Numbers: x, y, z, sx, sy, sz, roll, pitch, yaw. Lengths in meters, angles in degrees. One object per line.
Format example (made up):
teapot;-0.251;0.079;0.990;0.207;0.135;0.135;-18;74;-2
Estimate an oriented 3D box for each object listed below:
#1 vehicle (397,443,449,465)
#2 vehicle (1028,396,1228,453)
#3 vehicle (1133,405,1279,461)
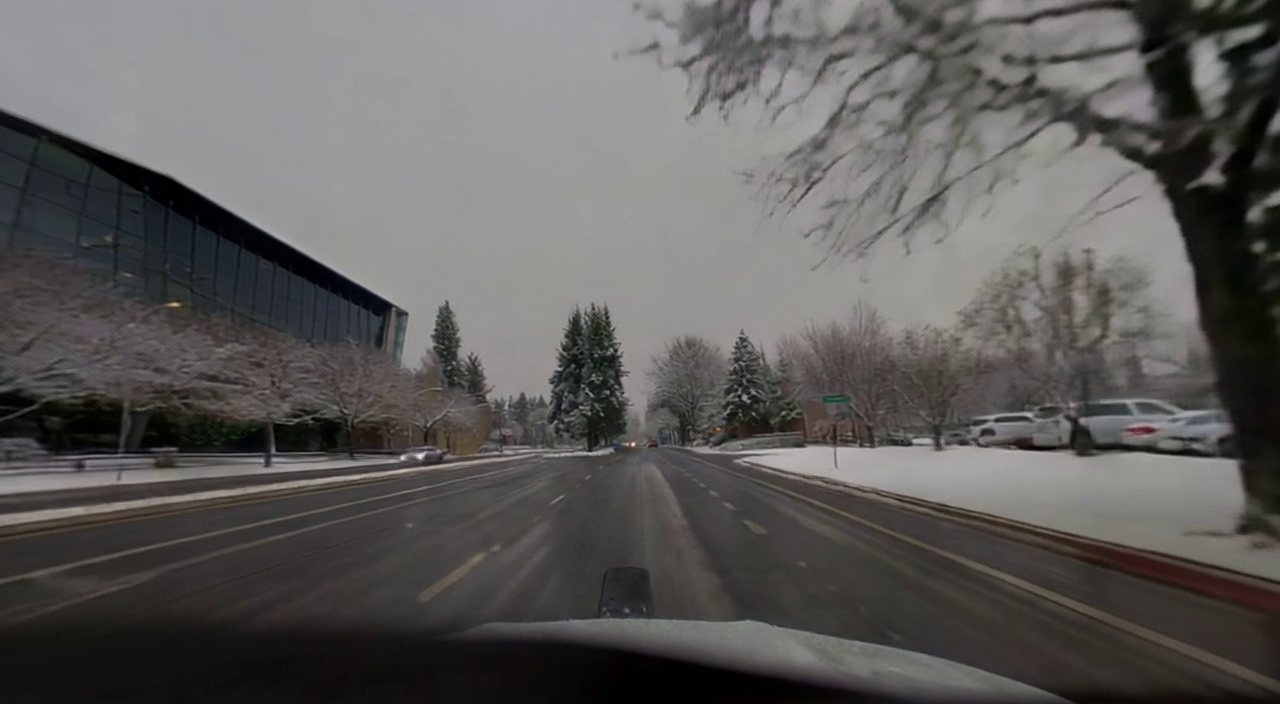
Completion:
vehicle;-15.383;7.240;44.929;1.982;1.504;4.683;0;-8;1
vehicle;15.336;2.323;20.030;4.437;1.689;2.332;0;-8;-4
vehicle;15.012;2.085;16.169;3.277;1.347;1.692;0;-8;-2
